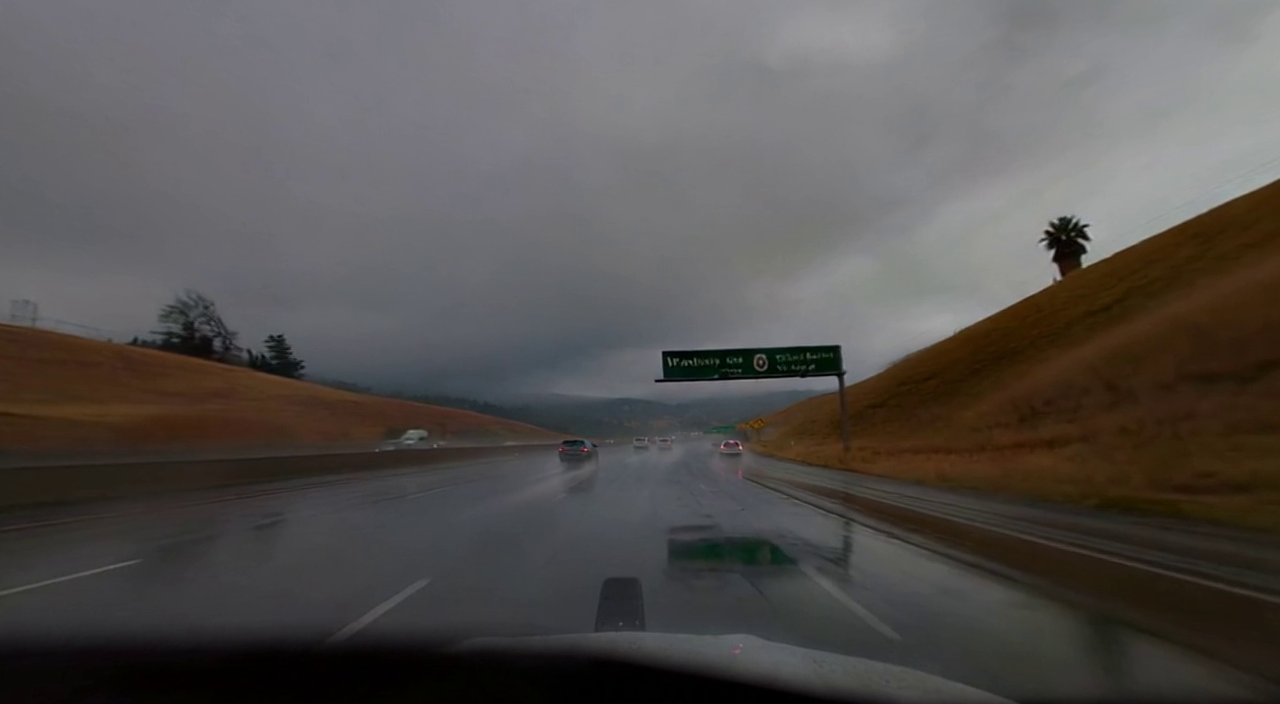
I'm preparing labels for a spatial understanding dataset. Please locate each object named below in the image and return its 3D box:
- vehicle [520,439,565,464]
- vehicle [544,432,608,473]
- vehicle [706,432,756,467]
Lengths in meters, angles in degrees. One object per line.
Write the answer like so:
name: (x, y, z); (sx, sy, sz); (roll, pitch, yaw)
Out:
vehicle: (-6.254, 6.398, 40.922); (1.975, 1.520, 4.390); (-1, -8, 3)
vehicle: (-2.798, 4.550, 28.865); (2.166, 1.700, 4.661); (-1, -8, 4)
vehicle: (4.980, 5.416, 35.237); (2.164, 1.788, 4.500); (0, -8, 1)
